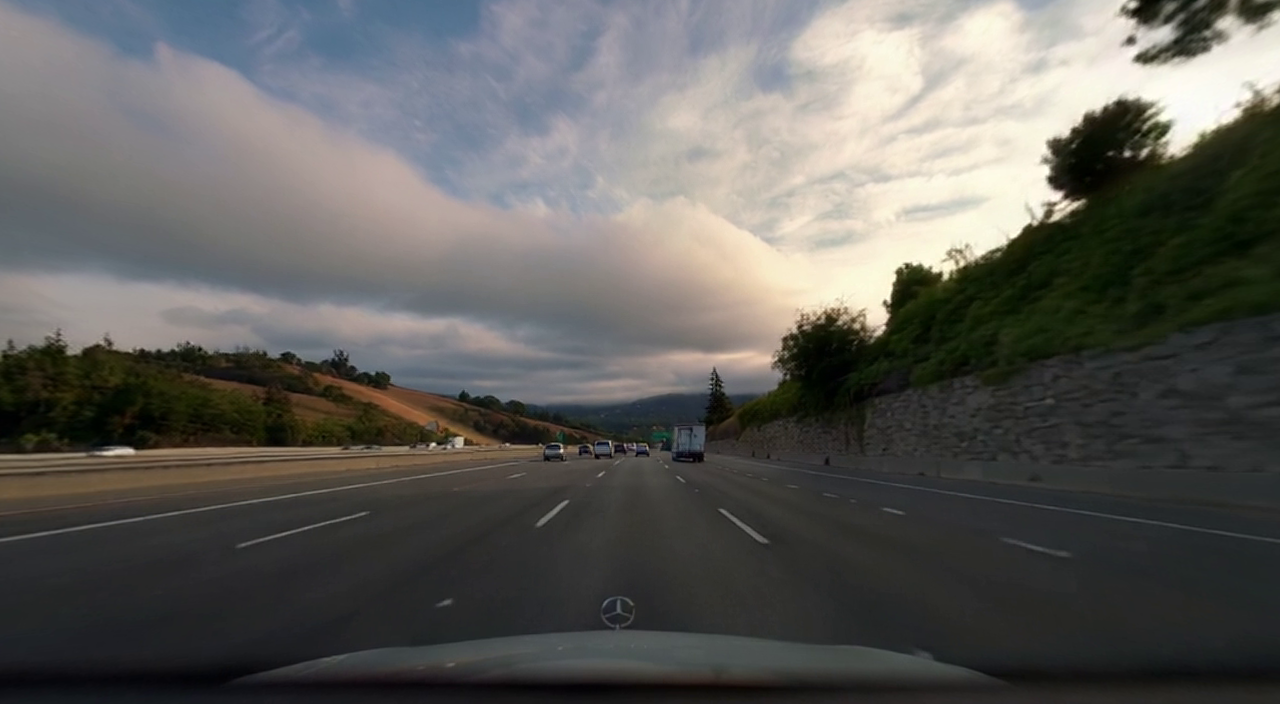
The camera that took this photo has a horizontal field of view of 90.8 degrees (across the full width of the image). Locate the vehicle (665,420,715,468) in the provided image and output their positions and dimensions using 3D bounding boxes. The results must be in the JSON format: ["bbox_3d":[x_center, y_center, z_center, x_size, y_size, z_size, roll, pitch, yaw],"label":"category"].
[{"bbox_3d":[3.520,6.743,46.337,2.795,3.187,7.205,0,-9,-2],"label":"vehicle"}]
